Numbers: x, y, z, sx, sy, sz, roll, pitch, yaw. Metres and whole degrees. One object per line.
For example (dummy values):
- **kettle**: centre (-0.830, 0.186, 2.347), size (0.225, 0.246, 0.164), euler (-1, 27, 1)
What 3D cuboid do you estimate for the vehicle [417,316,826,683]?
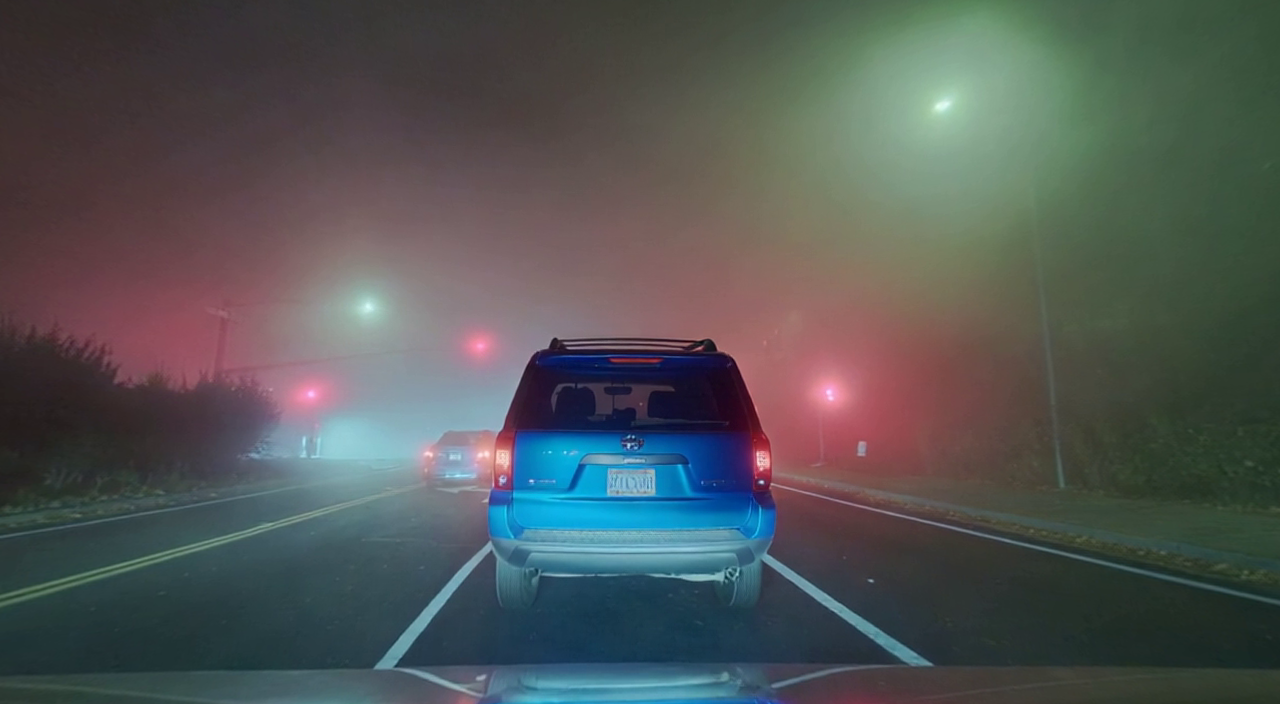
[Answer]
- **vehicle**: centre (-0.245, 1.161, 6.015), size (2.333, 2.087, 4.586), euler (1, -8, -4)

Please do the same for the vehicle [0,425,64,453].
- **vehicle**: centre (-38.190, 5.337, 38.666), size (3.926, 1.536, 1.731), euler (-1, -9, -6)

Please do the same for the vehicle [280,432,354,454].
- **vehicle**: centre (-24.755, 7.008, 48.483), size (4.576, 1.632, 1.960), euler (1, -9, -8)

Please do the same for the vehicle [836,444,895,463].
- **vehicle**: centre (17.685, 7.941, 49.455), size (4.327, 1.462, 1.776), euler (4, -9, -26)

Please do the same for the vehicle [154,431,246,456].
- **vehicle**: centre (-28.379, 5.934, 40.838), size (4.435, 1.574, 1.816), euler (1, -9, -9)
